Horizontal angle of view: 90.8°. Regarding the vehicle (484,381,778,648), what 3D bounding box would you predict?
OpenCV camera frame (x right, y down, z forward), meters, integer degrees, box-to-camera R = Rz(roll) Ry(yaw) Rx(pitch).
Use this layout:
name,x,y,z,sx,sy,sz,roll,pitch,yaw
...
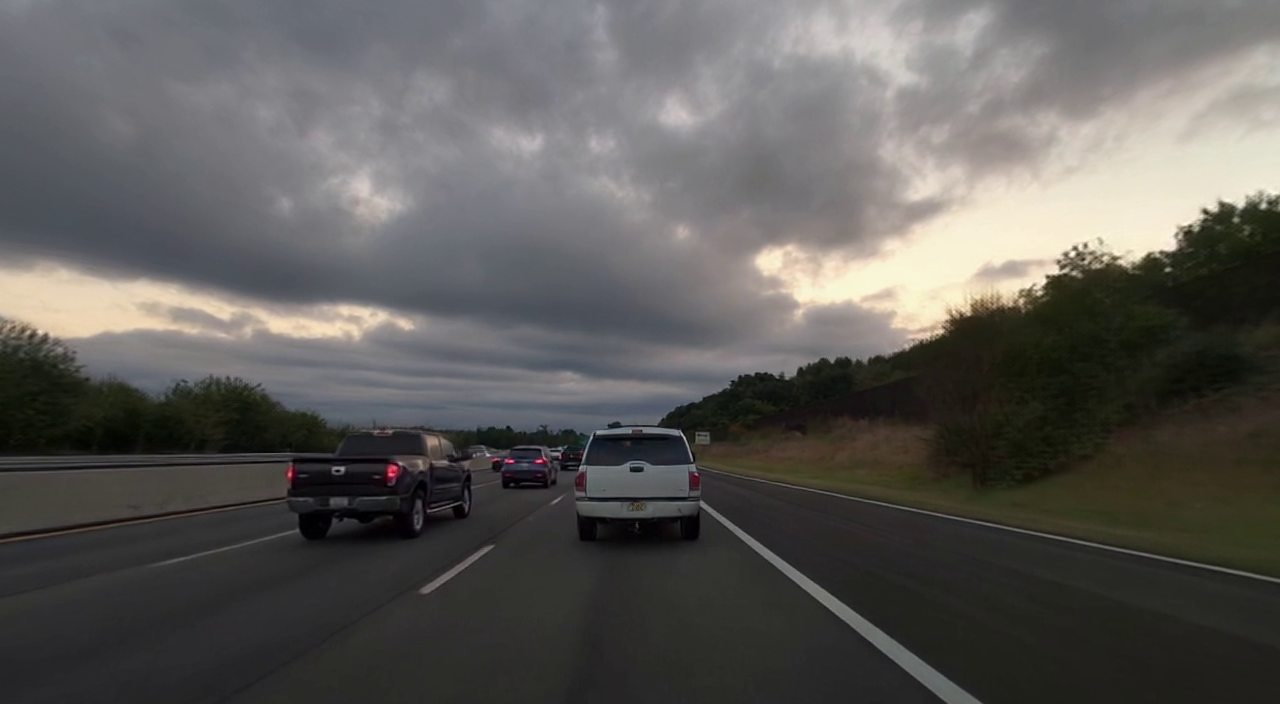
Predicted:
name,x,y,z,sx,sy,sz,roll,pitch,yaw
vehicle,-0.090,1.362,6.080,1.995,1.798,3.380,0,-9,-1

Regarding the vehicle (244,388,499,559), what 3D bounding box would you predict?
name,x,y,z,sx,sy,sz,roll,pitch,yaw
vehicle,-3.947,1.903,10.468,2.055,2.144,4.782,-1,-9,0
